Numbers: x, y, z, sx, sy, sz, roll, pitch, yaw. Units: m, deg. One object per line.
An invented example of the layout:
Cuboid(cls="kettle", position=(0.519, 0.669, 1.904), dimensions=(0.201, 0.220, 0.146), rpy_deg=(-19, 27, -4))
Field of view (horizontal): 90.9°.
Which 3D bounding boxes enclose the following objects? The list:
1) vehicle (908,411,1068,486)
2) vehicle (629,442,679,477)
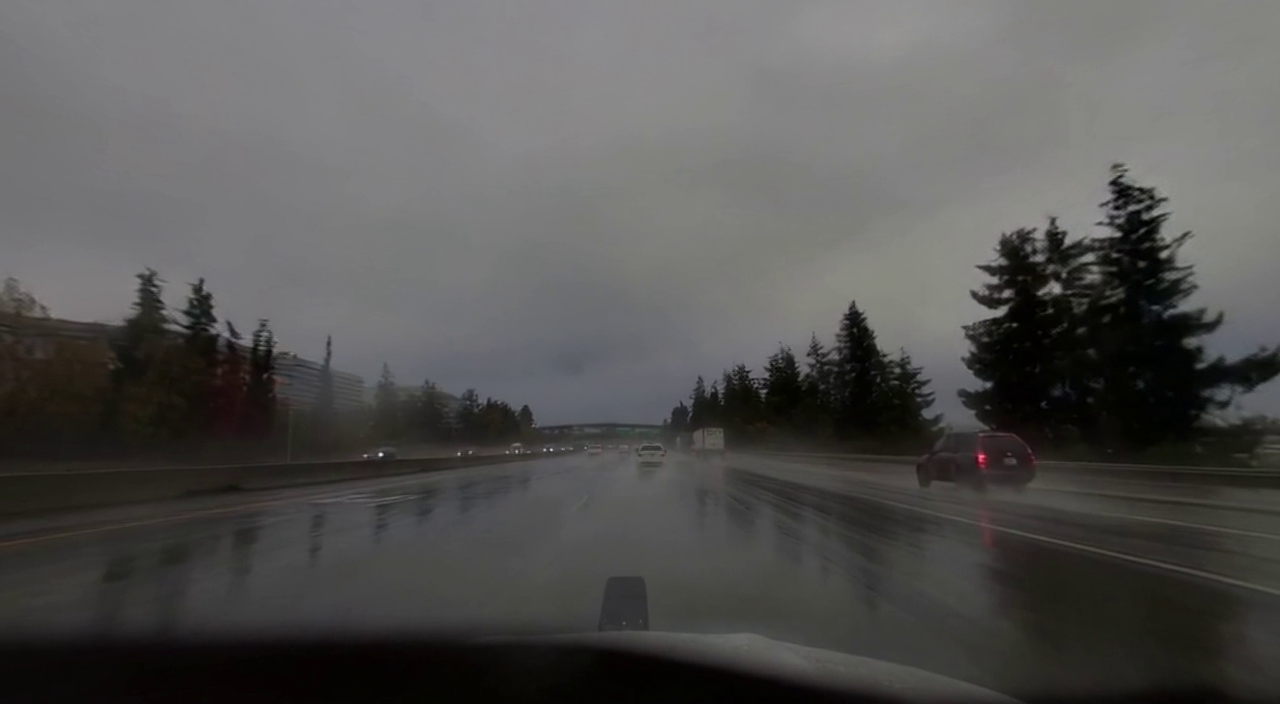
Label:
Cuboid(cls="vehicle", position=(12.607, 3.563, 23.537), dimensions=(2.336, 2.415, 6.056), rpy_deg=(0, -8, -2))
Cuboid(cls="vehicle", position=(0.601, 4.907, 29.152), dimensions=(2.112, 1.482, 4.082), rpy_deg=(0, -8, 0))
